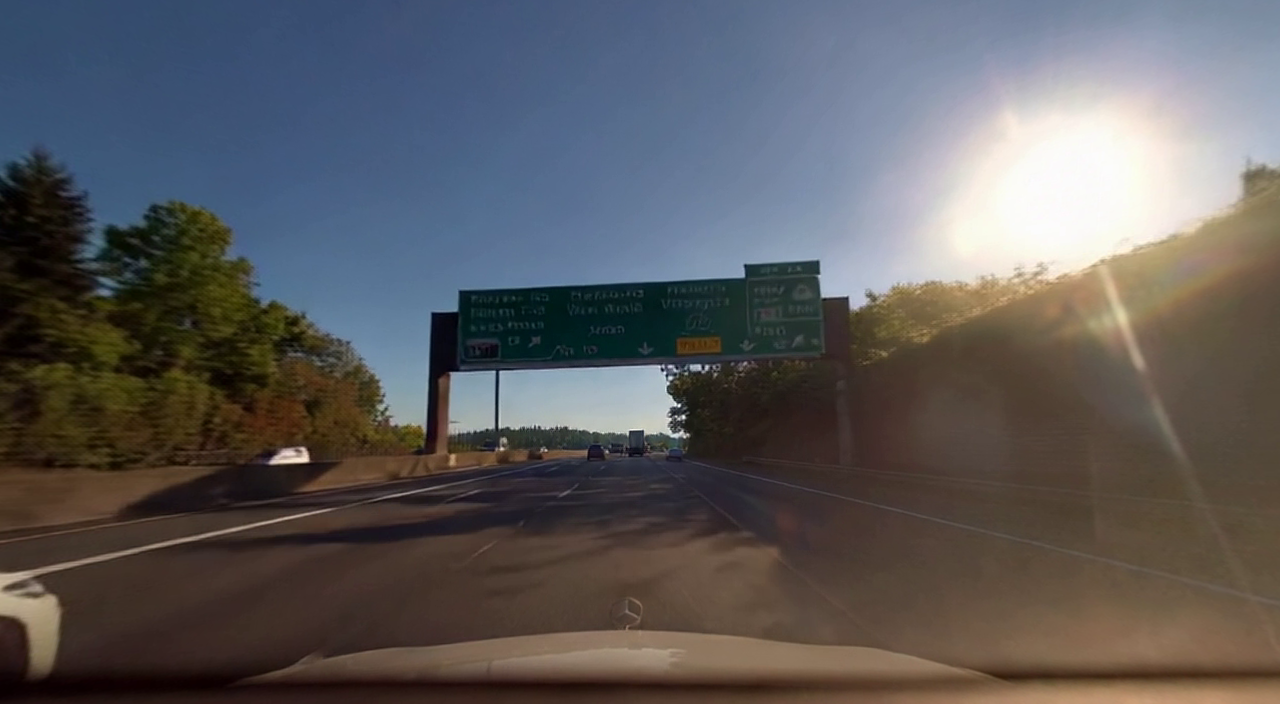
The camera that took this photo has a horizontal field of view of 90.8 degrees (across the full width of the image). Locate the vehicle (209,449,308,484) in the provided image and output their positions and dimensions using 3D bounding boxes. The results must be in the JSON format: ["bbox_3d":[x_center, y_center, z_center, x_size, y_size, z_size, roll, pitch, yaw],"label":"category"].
[{"bbox_3d":[-17.132,5.133,28.600,1.870,1.479,4.183,0,-9,0],"label":"vehicle"}]

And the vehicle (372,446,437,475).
[{"bbox_3d":[-12.717,5.866,34.321,1.828,1.434,4.472,0,-9,-1],"label":"vehicle"}]
